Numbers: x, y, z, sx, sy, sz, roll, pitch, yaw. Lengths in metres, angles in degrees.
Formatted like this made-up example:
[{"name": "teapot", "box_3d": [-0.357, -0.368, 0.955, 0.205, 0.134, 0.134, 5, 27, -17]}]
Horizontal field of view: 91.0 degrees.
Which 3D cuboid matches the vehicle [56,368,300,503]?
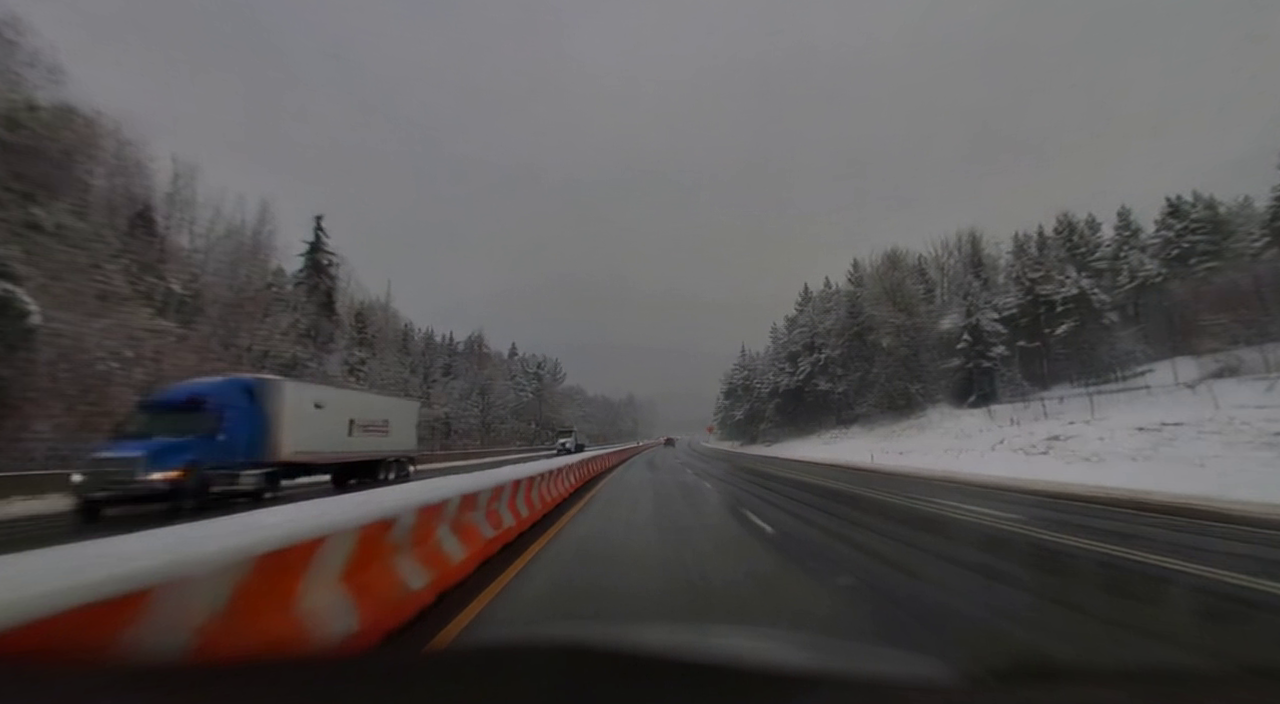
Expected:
[{"name": "vehicle", "box_3d": [-14.692, 2.789, 20.874, 3.094, 3.803, 6.248, 0, -8, 1]}]
